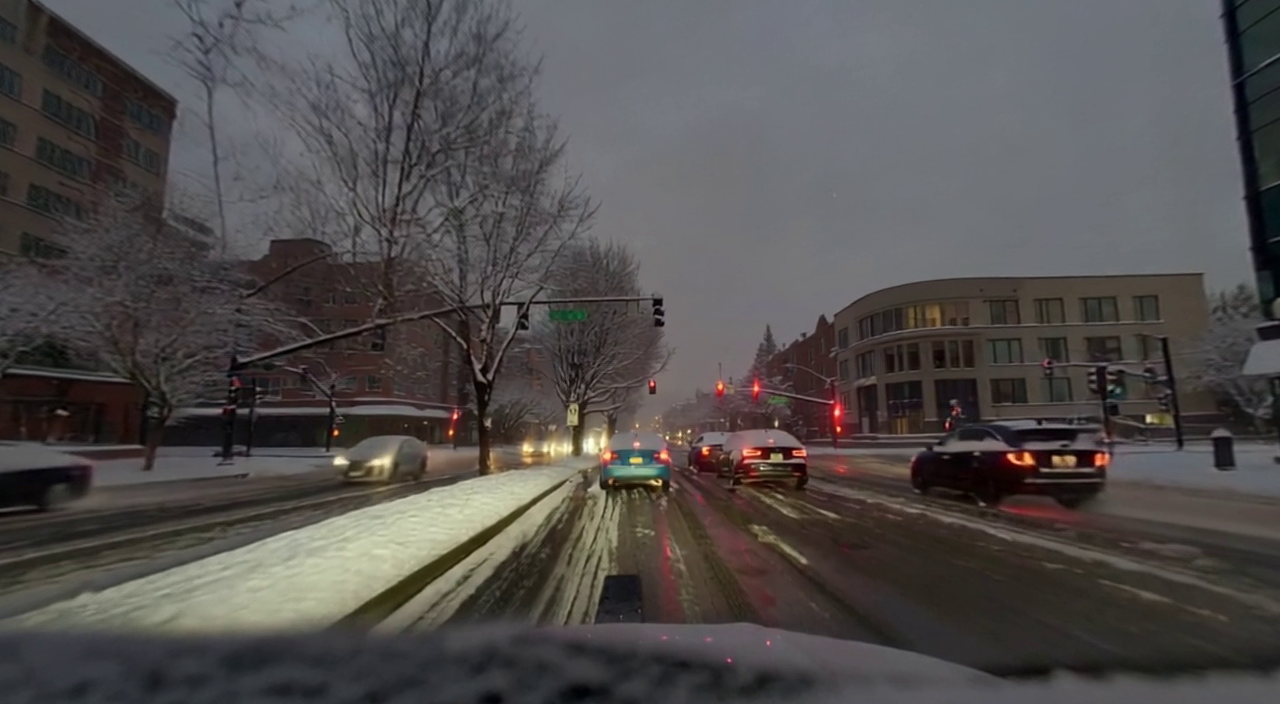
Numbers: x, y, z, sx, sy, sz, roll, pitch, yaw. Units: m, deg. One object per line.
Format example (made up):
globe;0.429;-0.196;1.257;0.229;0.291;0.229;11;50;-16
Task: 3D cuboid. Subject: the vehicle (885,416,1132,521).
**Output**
vehicle;7.183;2.328;13.131;2.177;1.774;4.743;0;-8;-1

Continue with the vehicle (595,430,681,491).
vehicle;-0.092;2.947;17.444;2.087;1.468;4.014;0;-8;-1

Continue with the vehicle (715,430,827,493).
vehicle;3.430;2.974;17.481;2.018;1.491;4.544;0;-8;-1

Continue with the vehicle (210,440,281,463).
vehicle;-27.144;6.861;43.566;3.657;1.528;1.783;1;-8;-4

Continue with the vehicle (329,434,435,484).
vehicle;-8.635;3.599;21.540;1.965;1.530;3.883;0;-8;0
